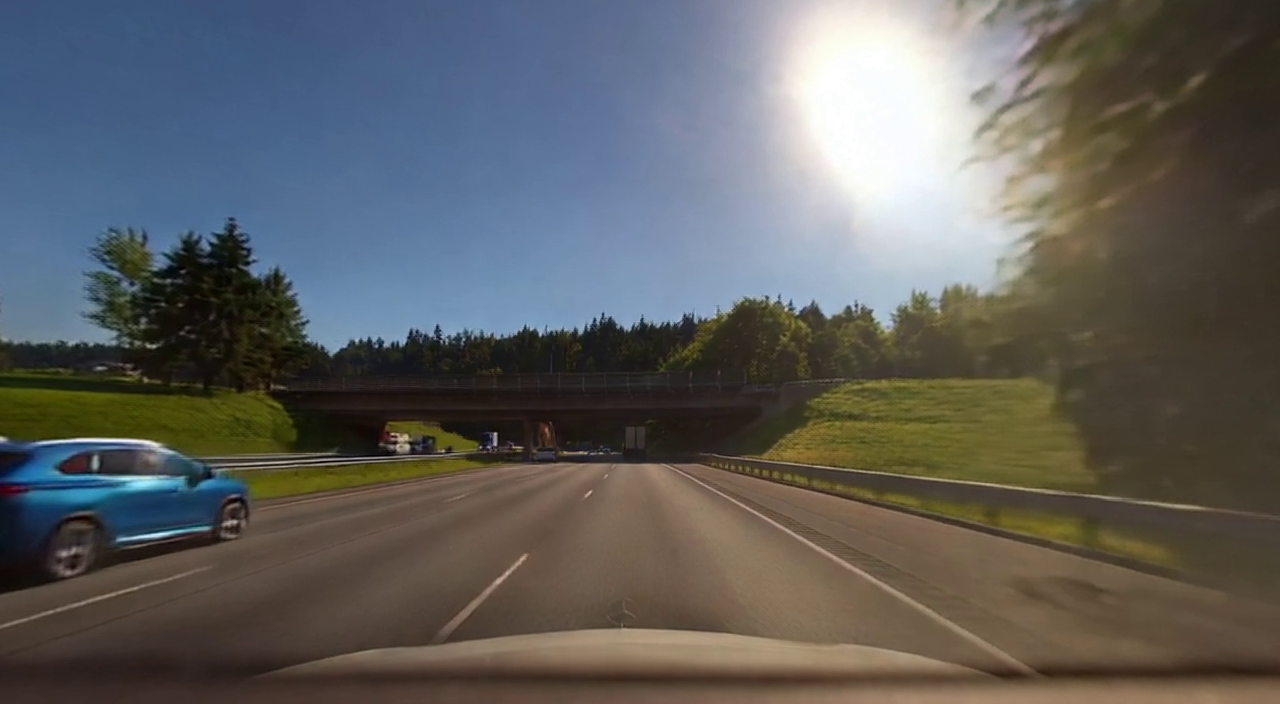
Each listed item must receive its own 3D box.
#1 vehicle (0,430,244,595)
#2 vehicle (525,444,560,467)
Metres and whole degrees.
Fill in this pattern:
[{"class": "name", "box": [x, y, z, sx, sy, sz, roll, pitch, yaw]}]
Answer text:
[{"class": "vehicle", "box": [-6.847, 1.640, 6.876, 2.038, 1.489, 4.603, 0, -9, 0]}, {"class": "vehicle", "box": [-7.431, 7.915, 48.484, 2.014, 1.633, 4.090, 0, -9, -1]}]
